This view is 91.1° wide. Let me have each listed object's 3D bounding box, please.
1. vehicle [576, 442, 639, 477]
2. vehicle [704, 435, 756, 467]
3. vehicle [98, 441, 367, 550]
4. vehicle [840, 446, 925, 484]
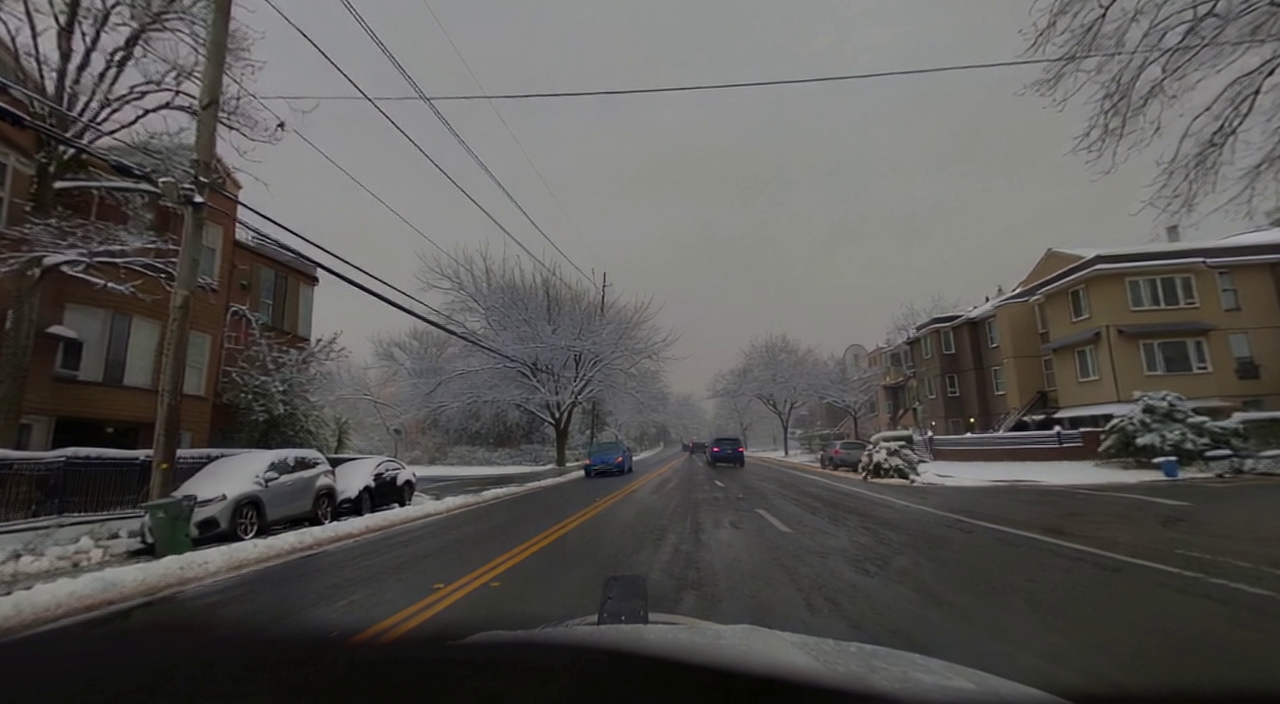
[{"bbox_3d":[-1.384,4.904,28.898,2.155,1.436,4.501,-1,-8,7],"label":"vehicle"},{"bbox_3d":[5.052,5.655,35.977,2.306,1.719,4.805,0,-8,0],"label":"vehicle"},{"bbox_3d":[-8.001,2.810,13.120,2.381,1.825,4.652,-1,-8,2],"label":"vehicle"},{"bbox_3d":[10.325,4.800,27.123,1.935,1.478,4.711,-1,-8,2],"label":"vehicle"}]
